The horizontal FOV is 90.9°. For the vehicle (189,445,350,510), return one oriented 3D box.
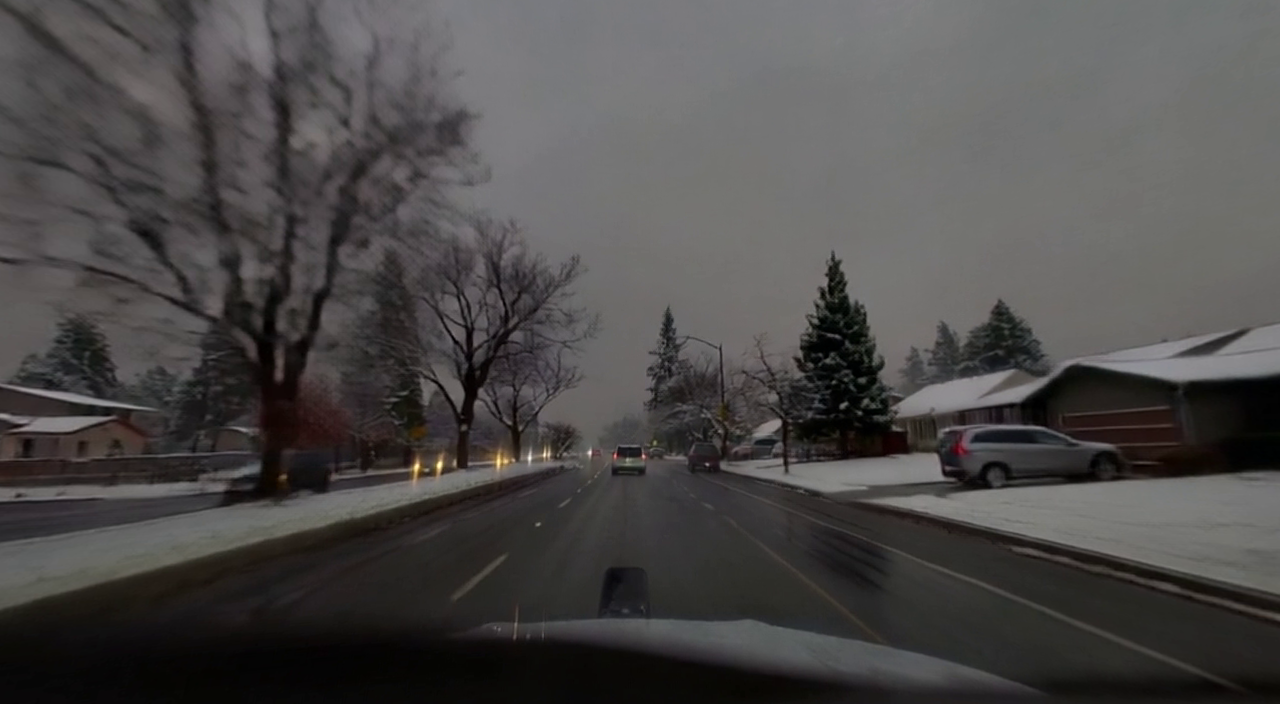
[{"bbox_3d":[-11.346,3.825,19.833,2.232,1.651,4.777,-4,-9,0],"label":"vehicle"}]

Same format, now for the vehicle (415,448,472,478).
[{"bbox_3d":[-11.765,6.638,38.038,2.065,1.644,4.412,0,-9,0],"label":"vehicle"}]

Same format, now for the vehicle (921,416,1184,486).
[{"bbox_3d":[11.569,2.823,18.065,5.876,1.828,2.268,0,-9,1],"label":"vehicle"}]

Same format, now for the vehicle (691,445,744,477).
[{"bbox_3d":[3.932,5.615,32.736,2.045,1.517,4.394,0,-9,-2],"label":"vehicle"}]

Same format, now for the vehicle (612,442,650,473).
[{"bbox_3d":[-0.555,6.020,36.080,2.024,1.655,4.301,0,-9,-2],"label":"vehicle"}]
